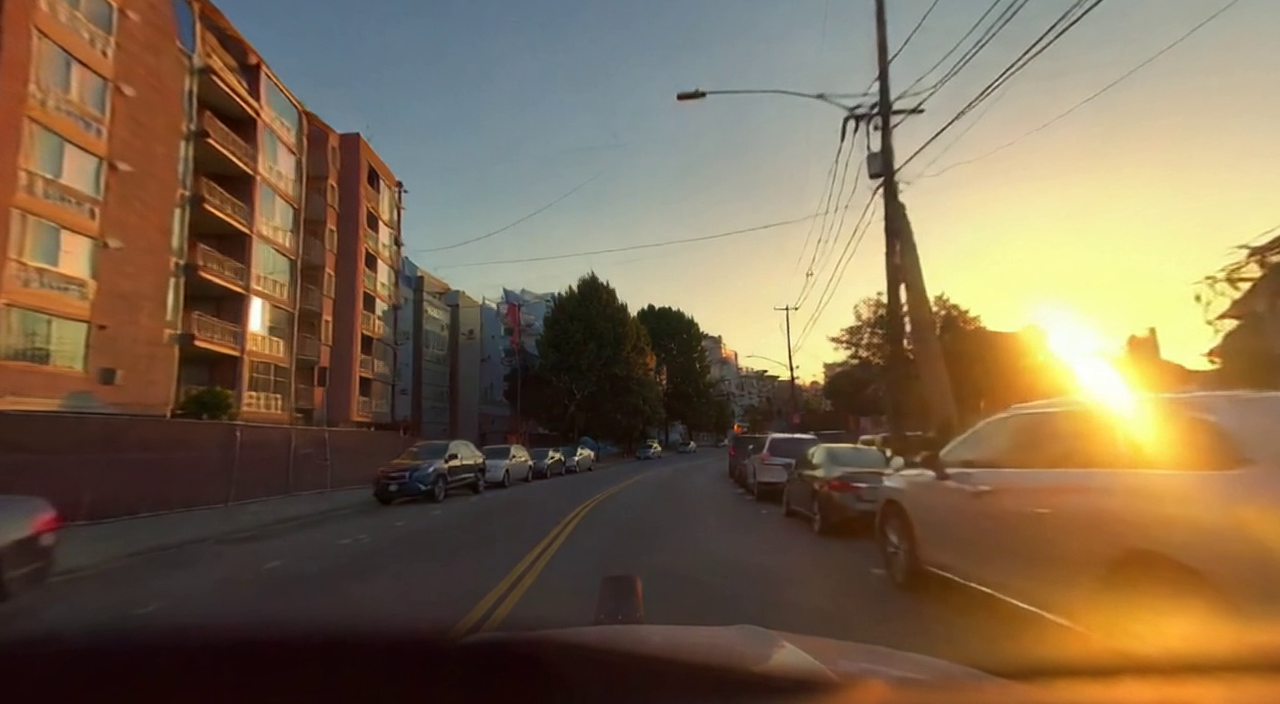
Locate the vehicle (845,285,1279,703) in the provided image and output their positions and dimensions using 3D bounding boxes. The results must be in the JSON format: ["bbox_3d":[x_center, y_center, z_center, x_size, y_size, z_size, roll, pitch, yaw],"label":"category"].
[{"bbox_3d":[3.145,0.995,3.990,2.000,1.871,4.797,0,-9,-1],"label":"vehicle"}]

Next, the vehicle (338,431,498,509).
[{"bbox_3d":[-6.043,3.293,18.160,2.194,1.861,5.725,-1,-9,4],"label":"vehicle"}]
